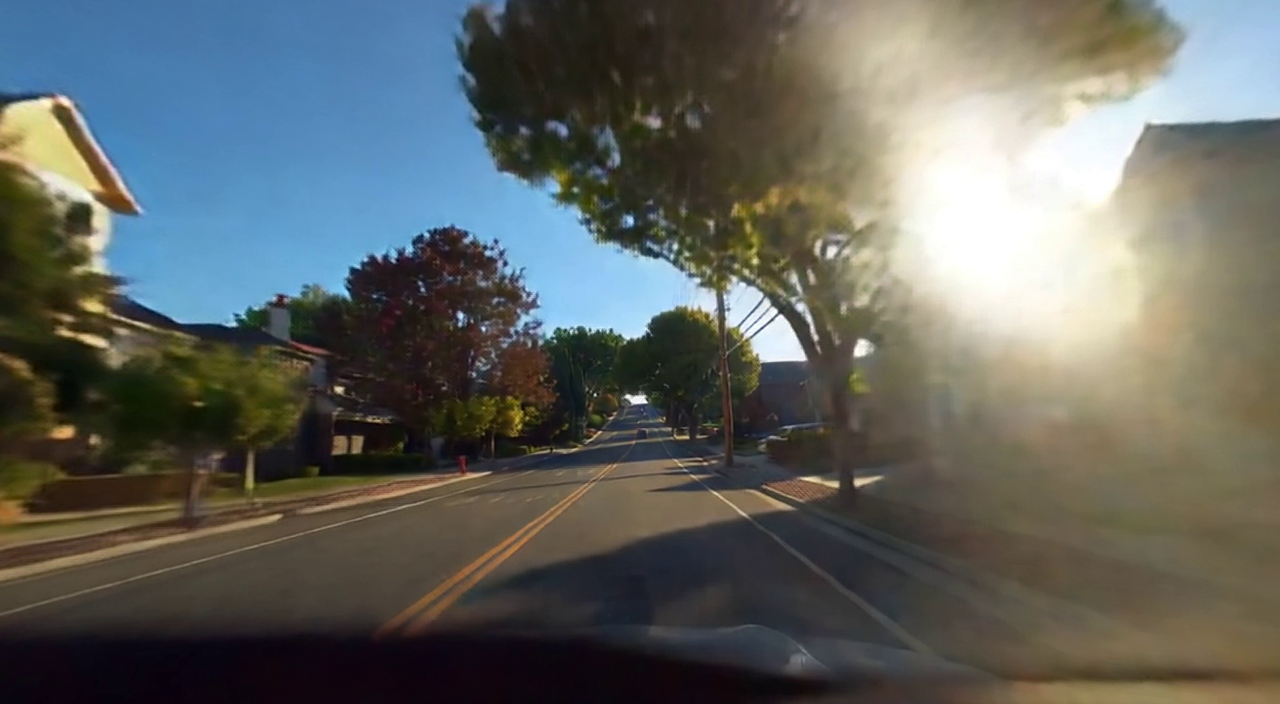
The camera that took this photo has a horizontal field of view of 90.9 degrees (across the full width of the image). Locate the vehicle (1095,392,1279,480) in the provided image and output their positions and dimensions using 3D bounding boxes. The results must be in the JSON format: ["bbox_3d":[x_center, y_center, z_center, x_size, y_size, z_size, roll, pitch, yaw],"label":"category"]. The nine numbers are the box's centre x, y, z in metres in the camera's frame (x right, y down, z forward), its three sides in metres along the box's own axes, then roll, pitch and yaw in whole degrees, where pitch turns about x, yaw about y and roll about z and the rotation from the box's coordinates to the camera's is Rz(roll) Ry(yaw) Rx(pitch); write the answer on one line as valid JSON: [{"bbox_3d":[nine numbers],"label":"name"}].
[{"bbox_3d":[11.236,1.649,12.609,1.884,1.484,4.034,-1,-7,11],"label":"vehicle"}]

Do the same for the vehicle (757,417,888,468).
[{"bbox_3d":[9.429,4.704,32.994,6.133,2.254,2.383,3,-6,0],"label":"vehicle"}]
